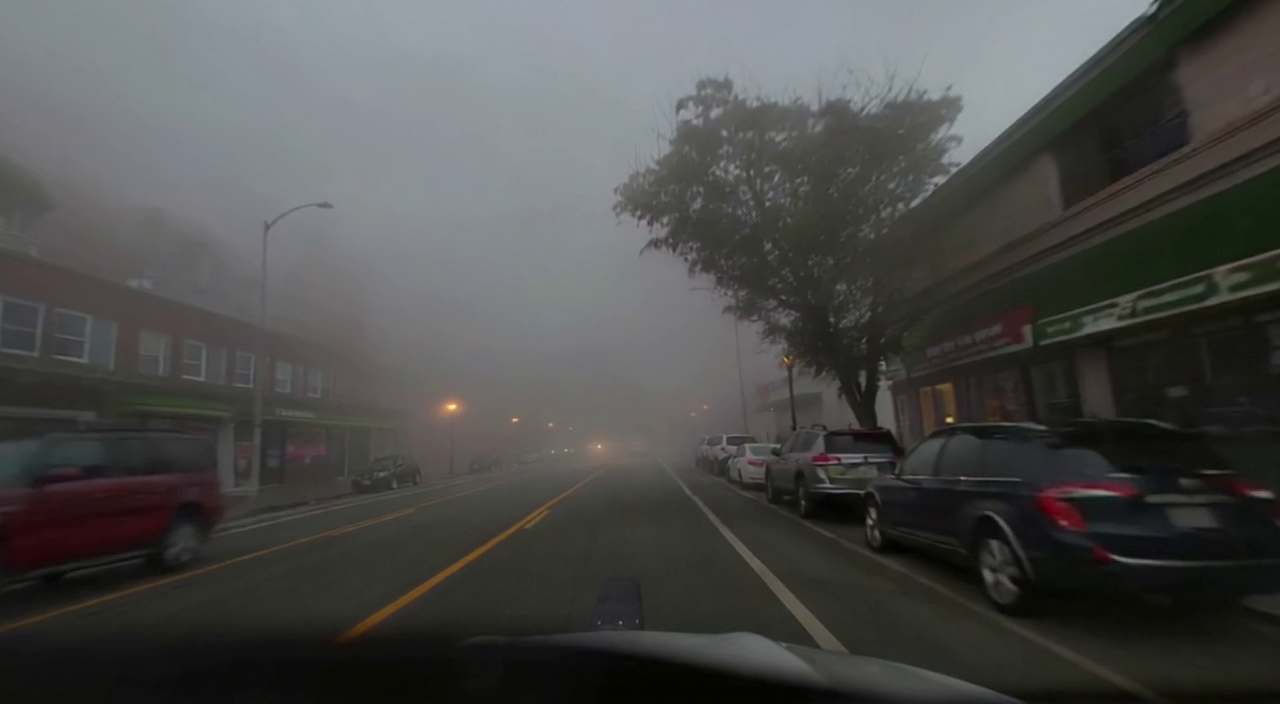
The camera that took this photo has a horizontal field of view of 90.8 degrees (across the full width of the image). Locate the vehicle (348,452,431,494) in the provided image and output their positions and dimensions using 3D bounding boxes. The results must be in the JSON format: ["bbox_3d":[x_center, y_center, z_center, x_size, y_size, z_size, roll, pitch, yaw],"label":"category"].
[{"bbox_3d":[-10.797,5.204,27.533,1.930,1.621,3.853,-1,-8,2],"label":"vehicle"}]

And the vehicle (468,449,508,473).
[{"bbox_3d":[-10.555,7.569,44.061,1.846,1.463,4.206,0,-8,-1],"label":"vehicle"}]

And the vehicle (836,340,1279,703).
[{"bbox_3d":[3.897,1.304,5.992,2.164,1.880,6.057,-1,-8,1],"label":"vehicle"}]

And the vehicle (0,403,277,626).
[{"bbox_3d":[-6.399,1.600,6.860,2.098,1.838,4.718,-1,-8,0],"label":"vehicle"}]
